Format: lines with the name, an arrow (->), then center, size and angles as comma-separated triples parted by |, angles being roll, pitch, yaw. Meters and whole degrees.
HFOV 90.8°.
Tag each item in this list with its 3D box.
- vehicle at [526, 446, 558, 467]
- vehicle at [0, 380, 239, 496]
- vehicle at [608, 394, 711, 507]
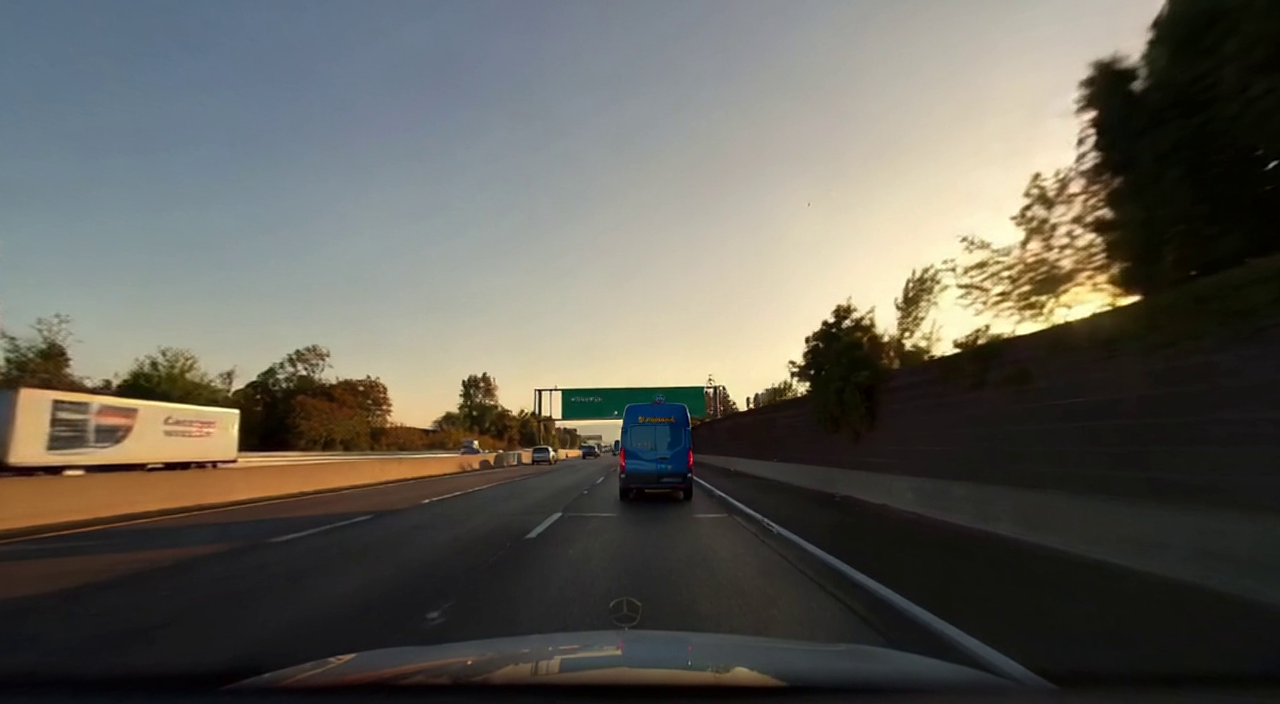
vehicle -> -7.484, 8.017, 48.551 | 1.829, 1.518, 3.776 | 0, -9, 0
vehicle -> -23.940, 4.000, 28.342 | 2.870, 4.012, 13.572 | 0, -9, 0
vehicle -> 0.357, 2.668, 17.148 | 2.332, 2.558, 5.314 | 0, -9, -2
